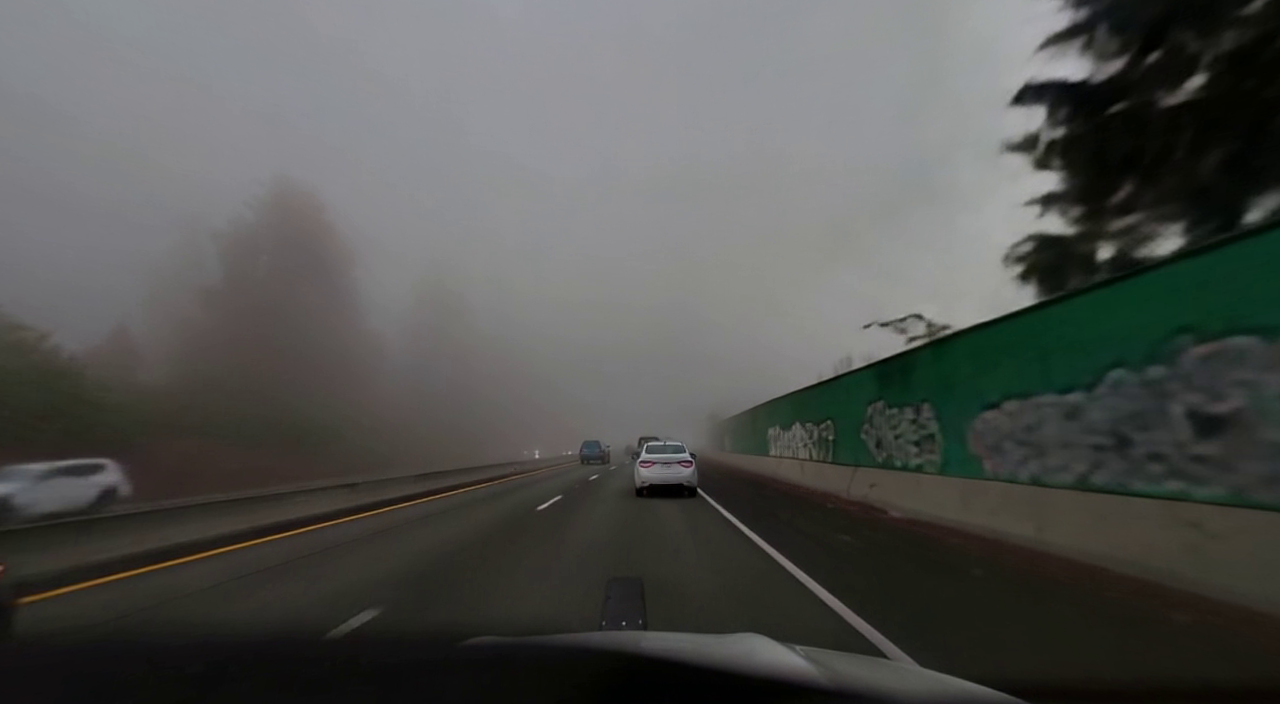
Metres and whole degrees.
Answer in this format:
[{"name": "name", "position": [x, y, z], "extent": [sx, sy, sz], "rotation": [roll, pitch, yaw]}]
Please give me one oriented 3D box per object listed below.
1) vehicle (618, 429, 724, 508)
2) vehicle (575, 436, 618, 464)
[{"name": "vehicle", "position": [0.631, 2.578, 14.369], "extent": [2.077, 1.533, 3.854], "rotation": [0, -8, 1]}, {"name": "vehicle", "position": [-2.554, 5.898, 37.967], "extent": [2.105, 1.571, 3.727], "rotation": [-1, -8, 3]}]
